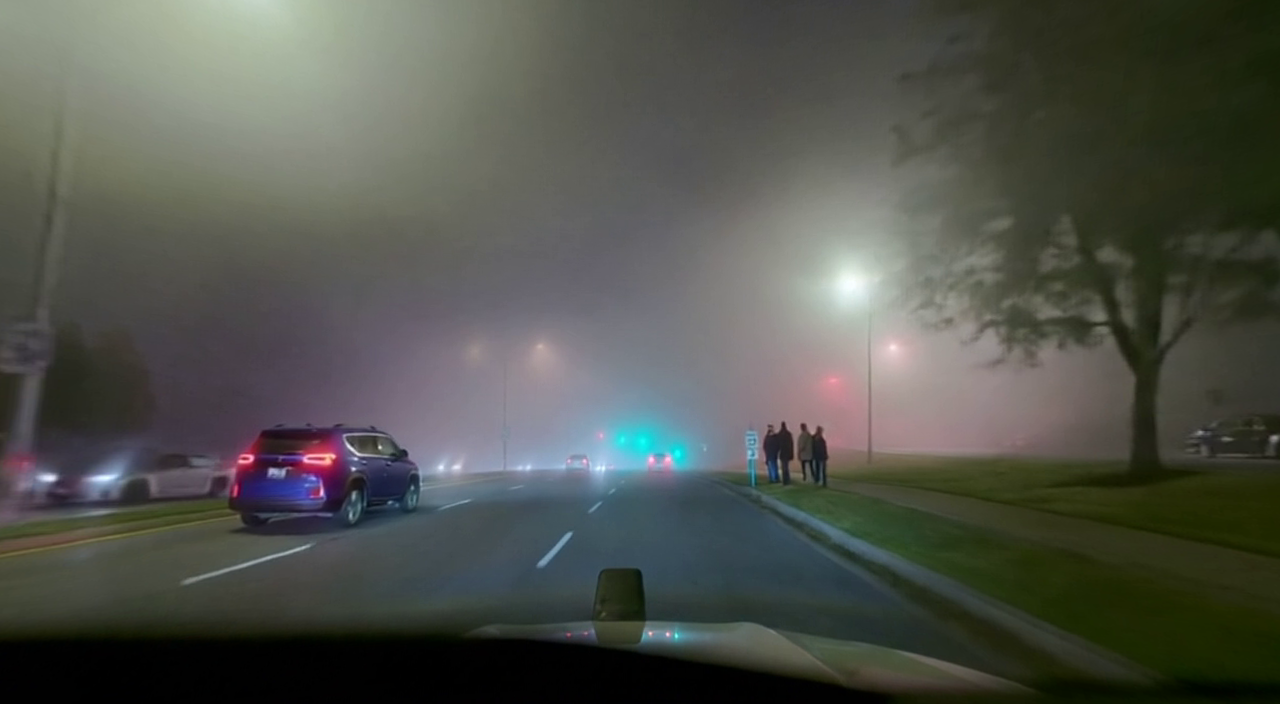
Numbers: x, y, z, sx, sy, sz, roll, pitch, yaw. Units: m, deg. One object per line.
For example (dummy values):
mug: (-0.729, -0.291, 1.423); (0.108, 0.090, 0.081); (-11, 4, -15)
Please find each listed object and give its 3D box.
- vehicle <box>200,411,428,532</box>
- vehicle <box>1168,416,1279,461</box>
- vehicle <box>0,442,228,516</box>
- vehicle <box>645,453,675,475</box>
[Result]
vehicle: (-5.914, 2.219, 12.199); (2.027, 1.908, 4.273); (0, -8, 1)
vehicle: (22.921, 3.308, 23.890); (2.001, 1.558, 4.803); (-1, -8, 6)
vehicle: (-12.516, 2.966, 15.349); (2.074, 1.514, 4.545); (1, -8, -4)
vehicle: (1.424, 8.063, 45.582); (2.091, 1.494, 3.962); (0, -8, 0)
